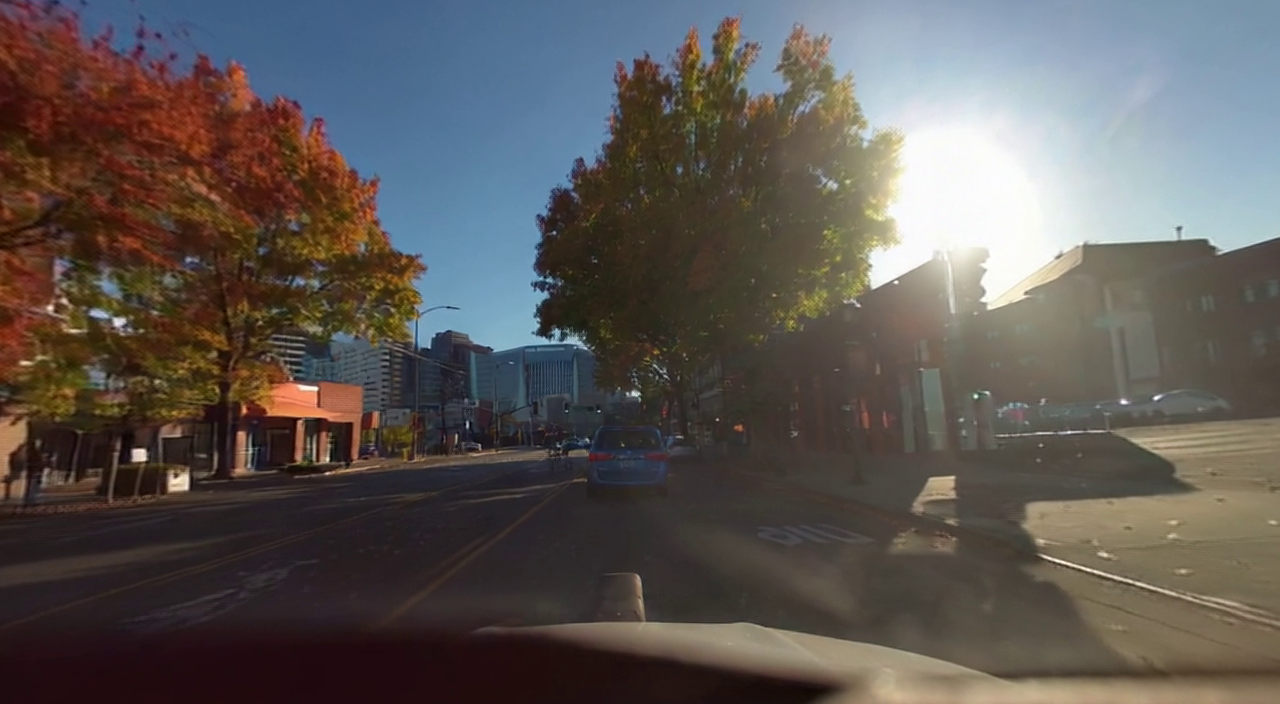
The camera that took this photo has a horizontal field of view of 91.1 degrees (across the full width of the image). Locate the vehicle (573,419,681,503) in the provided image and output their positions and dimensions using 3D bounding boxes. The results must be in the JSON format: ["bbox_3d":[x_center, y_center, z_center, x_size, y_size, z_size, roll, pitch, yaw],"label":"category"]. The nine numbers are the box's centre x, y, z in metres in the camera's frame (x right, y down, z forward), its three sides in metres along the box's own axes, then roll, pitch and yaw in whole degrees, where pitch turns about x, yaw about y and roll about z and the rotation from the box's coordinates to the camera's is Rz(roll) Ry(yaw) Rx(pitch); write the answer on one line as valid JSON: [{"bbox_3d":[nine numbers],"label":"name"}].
[{"bbox_3d":[-0.325,2.569,15.290,2.274,1.736,4.083,0,-8,-2],"label":"vehicle"}]

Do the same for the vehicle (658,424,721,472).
[{"bbox_3d":[2.127,4.311,28.440,2.147,1.968,4.478,1,-8,-5],"label":"vehicle"}]

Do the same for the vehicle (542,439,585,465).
[{"bbox_3d":[-4.461,5.901,37.395,2.096,1.415,4.515,0,-8,-1],"label":"vehicle"}]
